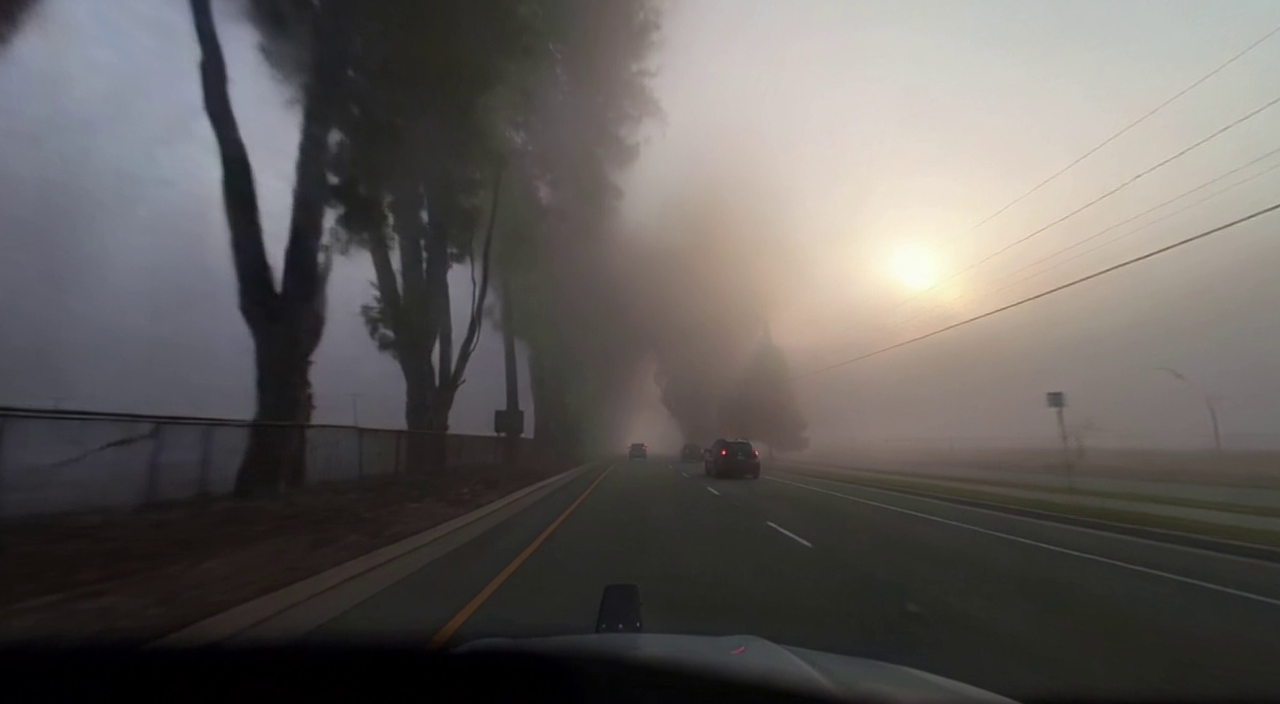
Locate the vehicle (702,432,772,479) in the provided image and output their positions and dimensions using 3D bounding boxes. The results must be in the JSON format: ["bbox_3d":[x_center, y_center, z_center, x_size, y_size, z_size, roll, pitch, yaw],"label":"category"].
[{"bbox_3d":[4.019,4.388,26.986,2.112,1.825,4.574,0,-8,-2],"label":"vehicle"}]

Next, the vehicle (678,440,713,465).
[{"bbox_3d":[3.800,7.021,44.118,2.012,1.653,4.115,0,-8,-1],"label":"vehicle"}]
